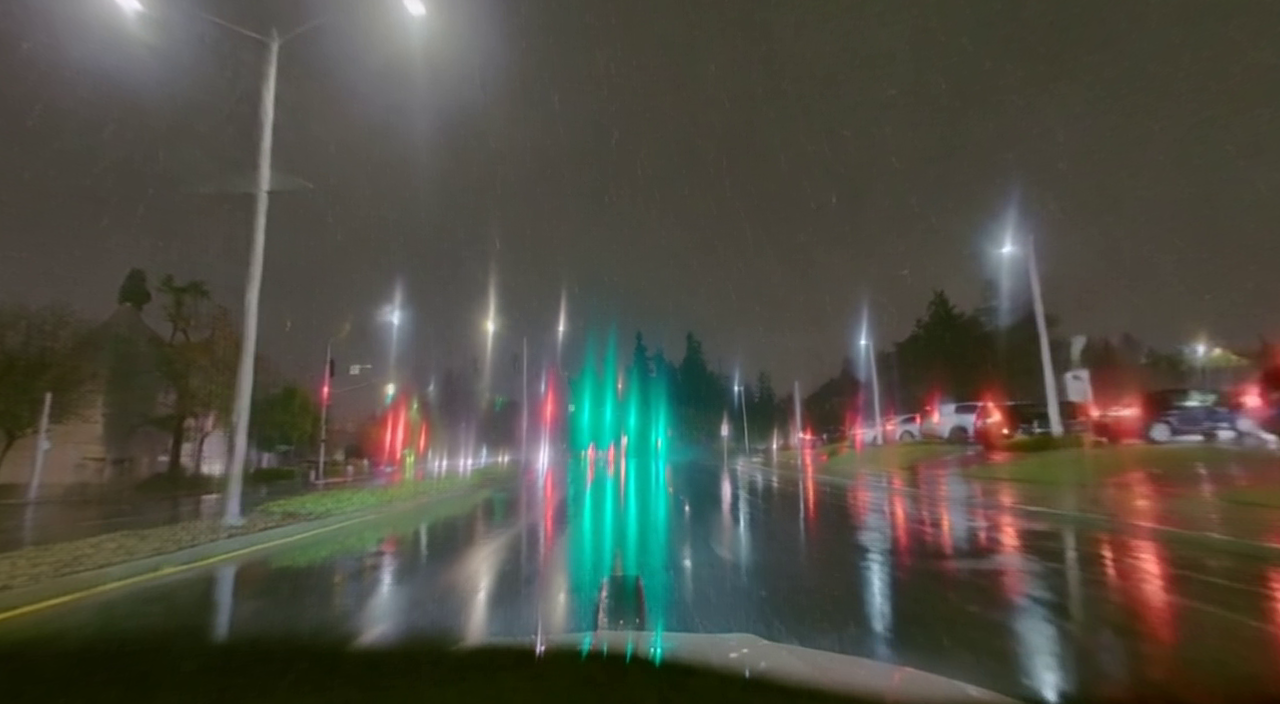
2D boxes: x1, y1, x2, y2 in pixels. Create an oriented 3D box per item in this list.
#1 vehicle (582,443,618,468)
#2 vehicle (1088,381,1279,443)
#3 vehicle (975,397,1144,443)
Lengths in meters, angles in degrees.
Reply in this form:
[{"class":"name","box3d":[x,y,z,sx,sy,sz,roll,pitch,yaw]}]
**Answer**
[{"class":"vehicle","box3d":[-2.893,7.201,44.326,2.197,1.642,4.312,1,-8,-8]},{"class":"vehicle","box3d":[15.614,1.726,17.632,4.527,1.620,2.120,-1,-8,3]},{"class":"vehicle","box3d":[15.152,2.511,22.996,4.742,1.602,1.999,0,-8,-2]}]
